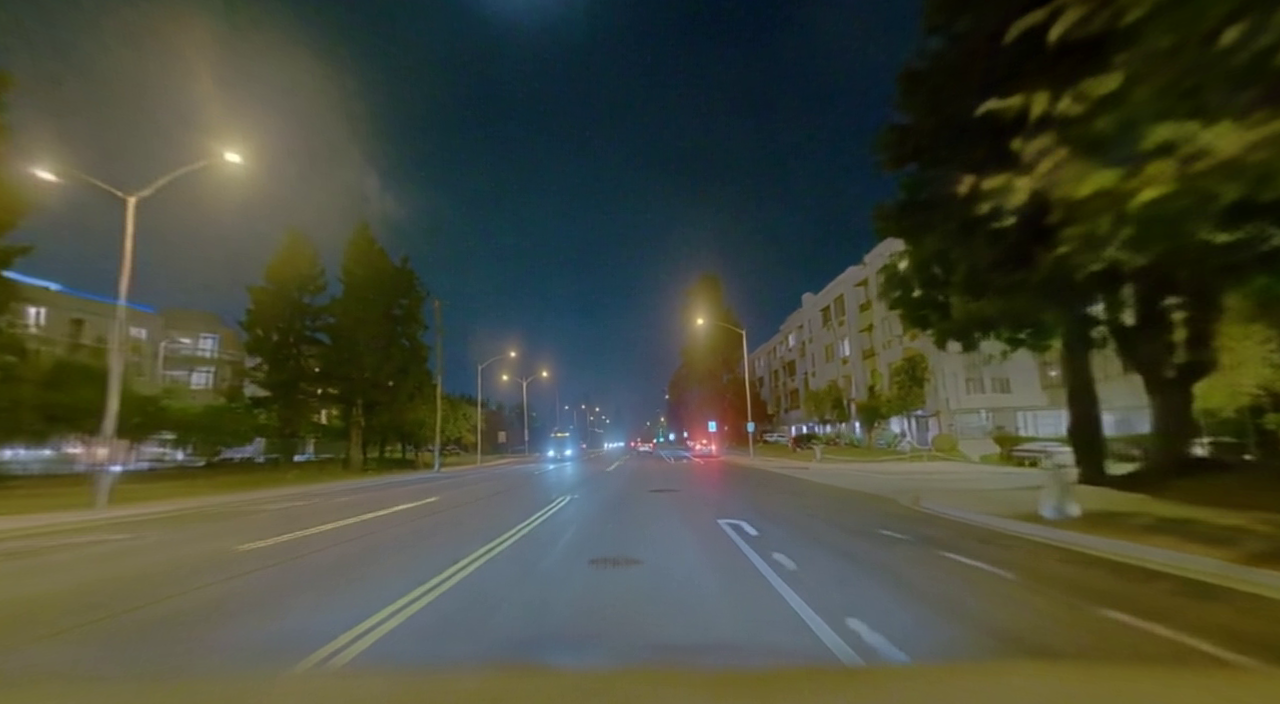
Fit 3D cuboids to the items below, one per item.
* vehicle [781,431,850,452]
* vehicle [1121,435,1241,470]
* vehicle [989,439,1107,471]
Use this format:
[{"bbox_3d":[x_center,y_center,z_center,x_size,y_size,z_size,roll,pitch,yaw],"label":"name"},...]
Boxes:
[{"bbox_3d":[13.809,7.084,49.565,4.674,1.557,2.288,1,-9,-5],"label":"vehicle"},{"bbox_3d":[28.775,5.391,33.463,4.686,1.536,2.037,4,-11,-6],"label":"vehicle"},{"bbox_3d":[21.013,5.287,32.425,4.849,1.470,2.041,0,-8,-7],"label":"vehicle"}]
